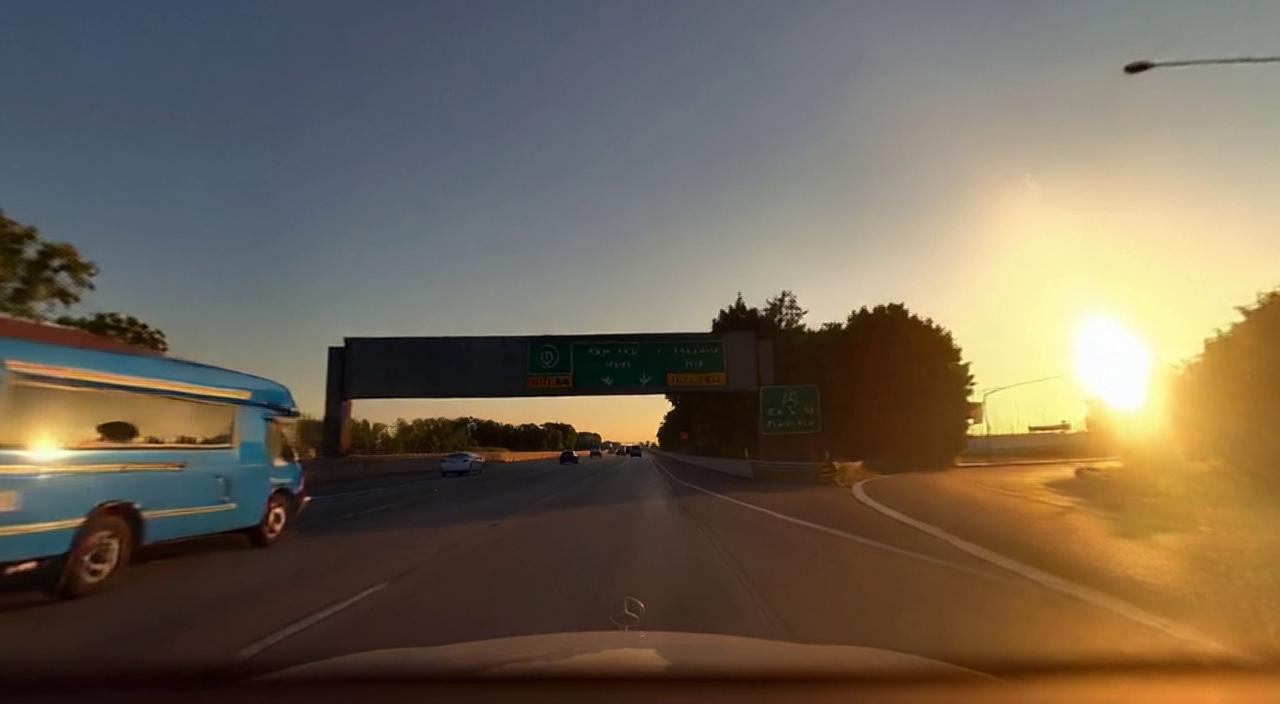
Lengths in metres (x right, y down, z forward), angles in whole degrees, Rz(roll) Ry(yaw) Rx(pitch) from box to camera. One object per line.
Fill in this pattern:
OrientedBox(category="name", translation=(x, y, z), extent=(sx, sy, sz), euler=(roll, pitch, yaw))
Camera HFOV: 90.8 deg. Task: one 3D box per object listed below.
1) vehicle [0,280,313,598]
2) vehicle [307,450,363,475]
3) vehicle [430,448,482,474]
OrientedBox(category="vehicle", translation=(-7.318, 1.062, 7.536), extent=(2.747, 2.934, 7.411), euler=(0, -8, 0))
OrientedBox(category="vehicle", translation=(-19.286, 6.977, 40.044), extent=(1.796, 1.472, 3.528), euler=(0, -8, 0))
OrientedBox(category="vehicle", translation=(-11.383, 6.745, 39.317), extent=(1.981, 1.503, 4.207), euler=(0, -8, 1))
